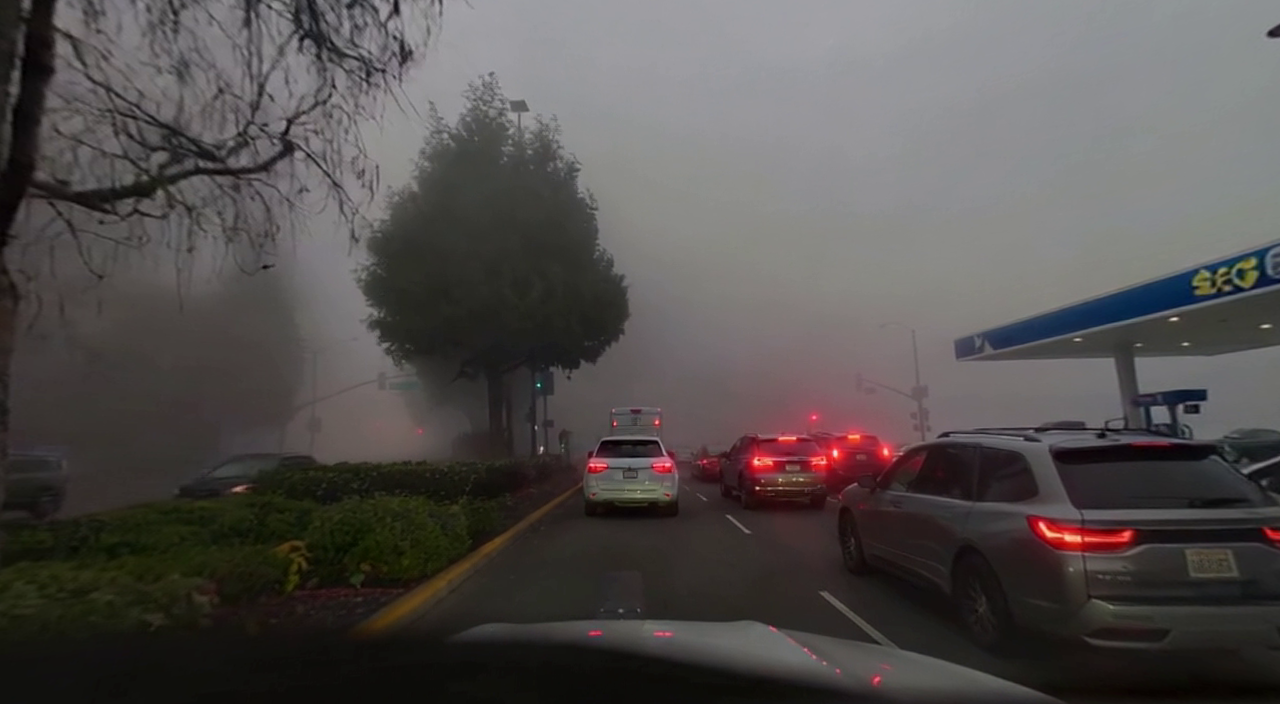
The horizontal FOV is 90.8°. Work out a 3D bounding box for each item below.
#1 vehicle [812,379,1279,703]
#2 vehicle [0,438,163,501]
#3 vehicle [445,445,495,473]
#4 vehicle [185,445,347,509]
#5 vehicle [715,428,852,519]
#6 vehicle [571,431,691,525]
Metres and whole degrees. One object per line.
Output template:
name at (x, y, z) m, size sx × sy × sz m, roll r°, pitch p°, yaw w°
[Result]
vehicle at (3.284, 1.324, 5.610) m, size 2.056 × 1.700 × 4.399 m, roll 0°, pitch -9°, yaw -3°
vehicle at (-26.917, 5.596, 30.761) m, size 2.571 × 2.711 × 6.027 m, roll 0°, pitch -9°, yaw 0°
vehicle at (-11.359, 7.169, 42.497) m, size 2.083 × 1.719 × 4.497 m, roll -1°, pitch -9°, yaw 1°
vehicle at (-11.059, 3.680, 19.197) m, size 2.055 × 1.663 × 4.637 m, roll 0°, pitch -9°, yaw 0°
vehicle at (2.947, 2.595, 13.969) m, size 1.995 × 1.677 × 4.106 m, roll 0°, pitch -9°, yaw -1°
vehicle at (-0.186, 2.491, 12.988) m, size 2.106 × 1.613 × 3.697 m, roll 0°, pitch -9°, yaw -1°
